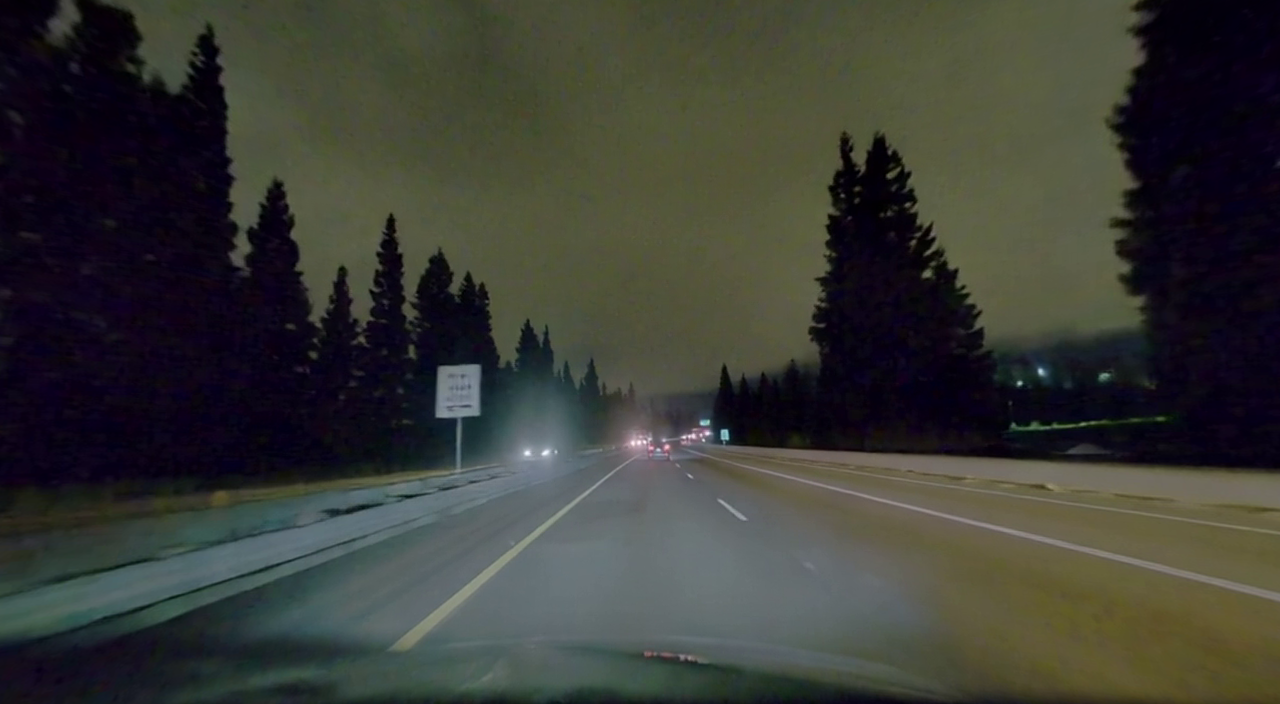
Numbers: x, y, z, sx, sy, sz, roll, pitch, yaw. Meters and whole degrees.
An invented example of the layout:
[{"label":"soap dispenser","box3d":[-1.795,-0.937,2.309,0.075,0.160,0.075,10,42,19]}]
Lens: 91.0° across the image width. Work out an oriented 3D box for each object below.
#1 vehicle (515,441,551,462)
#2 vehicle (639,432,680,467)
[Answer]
[{"label":"vehicle","box3d":[-7.905,7.357,46.655,1.865,1.485,3.974,0,-8,2]},{"label":"vehicle","box3d":[1.202,5.934,38.462,2.301,1.944,4.554,-1,-8,2]}]
